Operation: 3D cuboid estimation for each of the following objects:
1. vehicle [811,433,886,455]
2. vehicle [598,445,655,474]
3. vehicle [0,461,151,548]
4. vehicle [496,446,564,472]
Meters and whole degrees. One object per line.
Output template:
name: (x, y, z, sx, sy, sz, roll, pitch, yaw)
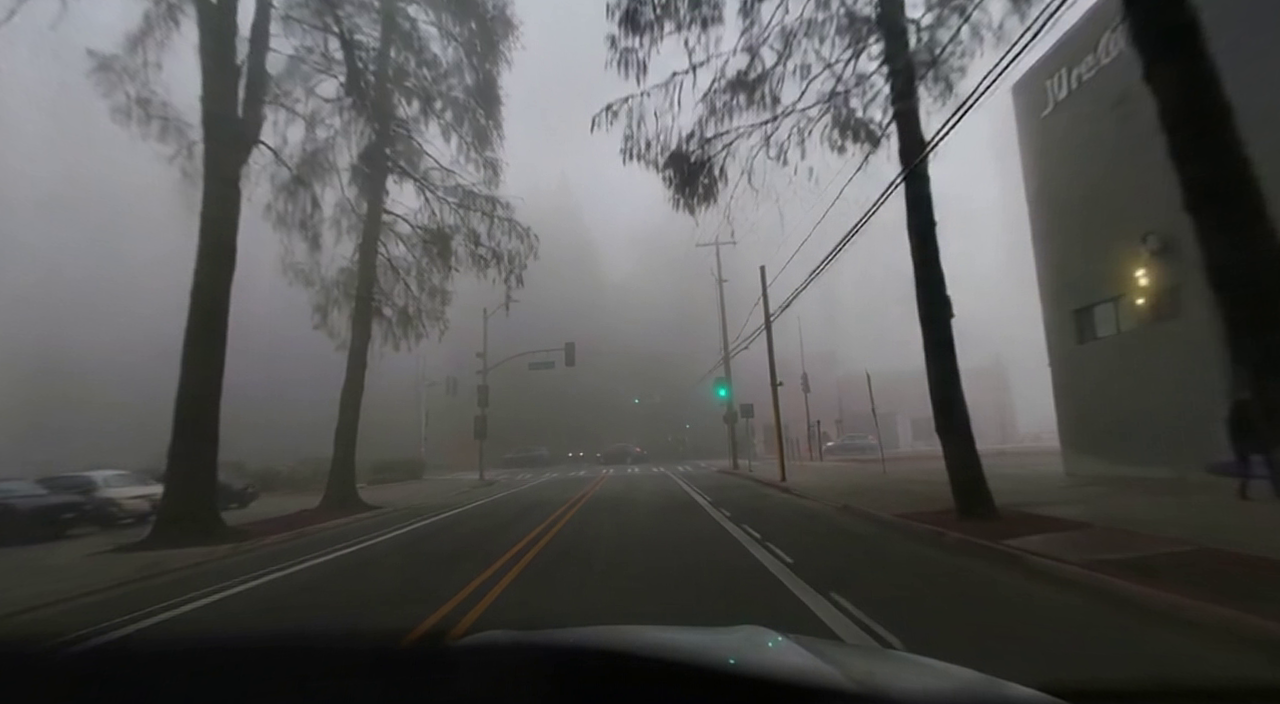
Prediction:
vehicle: (14.582, 6.467, 44.359, 4.632, 1.484, 1.907, 0, -8, -1)
vehicle: (-0.830, 5.945, 35.190, 2.118, 1.478, 4.624, 2, -9, -15)
vehicle: (-13.058, 3.145, 13.126, 4.226, 1.575, 2.124, -4, -10, 9)
vehicle: (-7.764, 7.530, 44.664, 4.472, 1.736, 1.874, -4, -10, 27)
